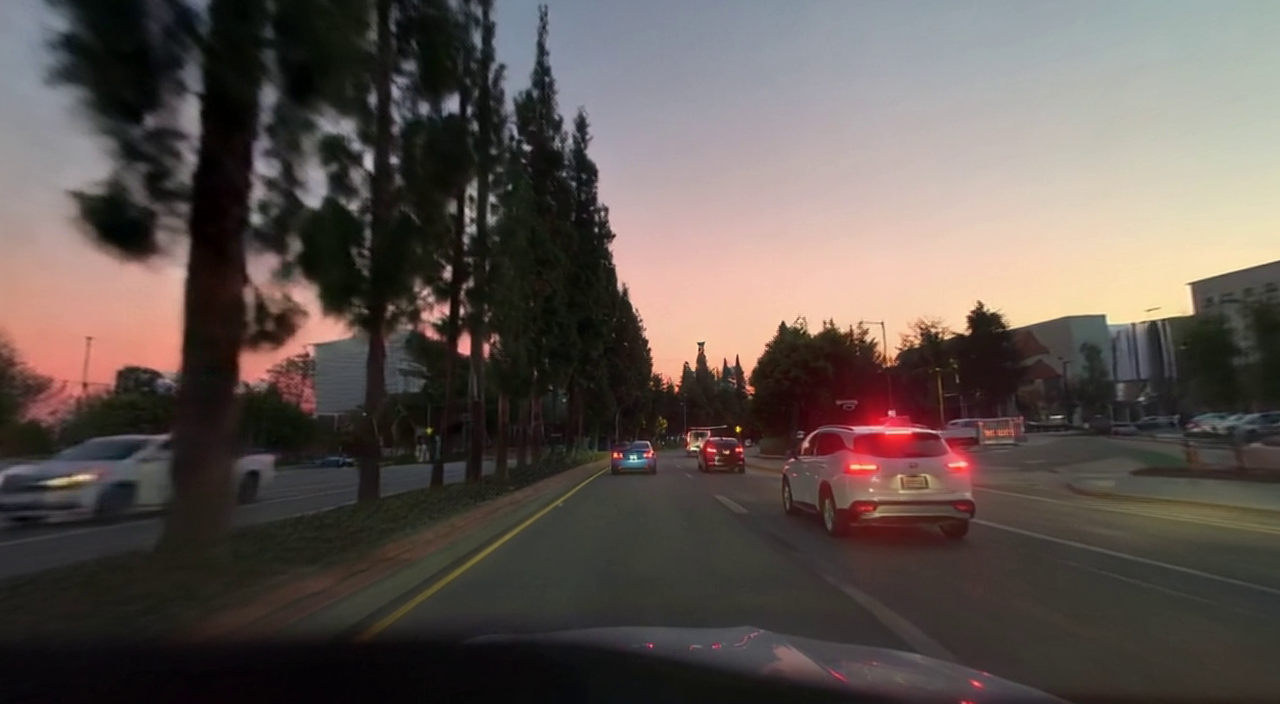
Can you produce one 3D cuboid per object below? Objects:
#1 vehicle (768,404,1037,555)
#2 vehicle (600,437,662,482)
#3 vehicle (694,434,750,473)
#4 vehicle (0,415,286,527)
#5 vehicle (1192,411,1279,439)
[{"bbox_3d":[3.456,1.789,9.411,2.130,1.718,4.310,0,-9,0],"label":"vehicle"},{"bbox_3d":[-0.285,3.921,23.150,2.111,1.506,4.018,0,-9,0],"label":"vehicle"},{"bbox_3d":[3.743,4.745,29.488,1.982,1.709,4.427,0,-9,-1],"label":"vehicle"},{"bbox_3d":[-11.727,2.708,15.054,2.494,2.052,6.719,0,-9,1],"label":"vehicle"},{"bbox_3d":[34.648,4.269,36.087,1.797,1.452,4.453,0,-9,0],"label":"vehicle"}]
